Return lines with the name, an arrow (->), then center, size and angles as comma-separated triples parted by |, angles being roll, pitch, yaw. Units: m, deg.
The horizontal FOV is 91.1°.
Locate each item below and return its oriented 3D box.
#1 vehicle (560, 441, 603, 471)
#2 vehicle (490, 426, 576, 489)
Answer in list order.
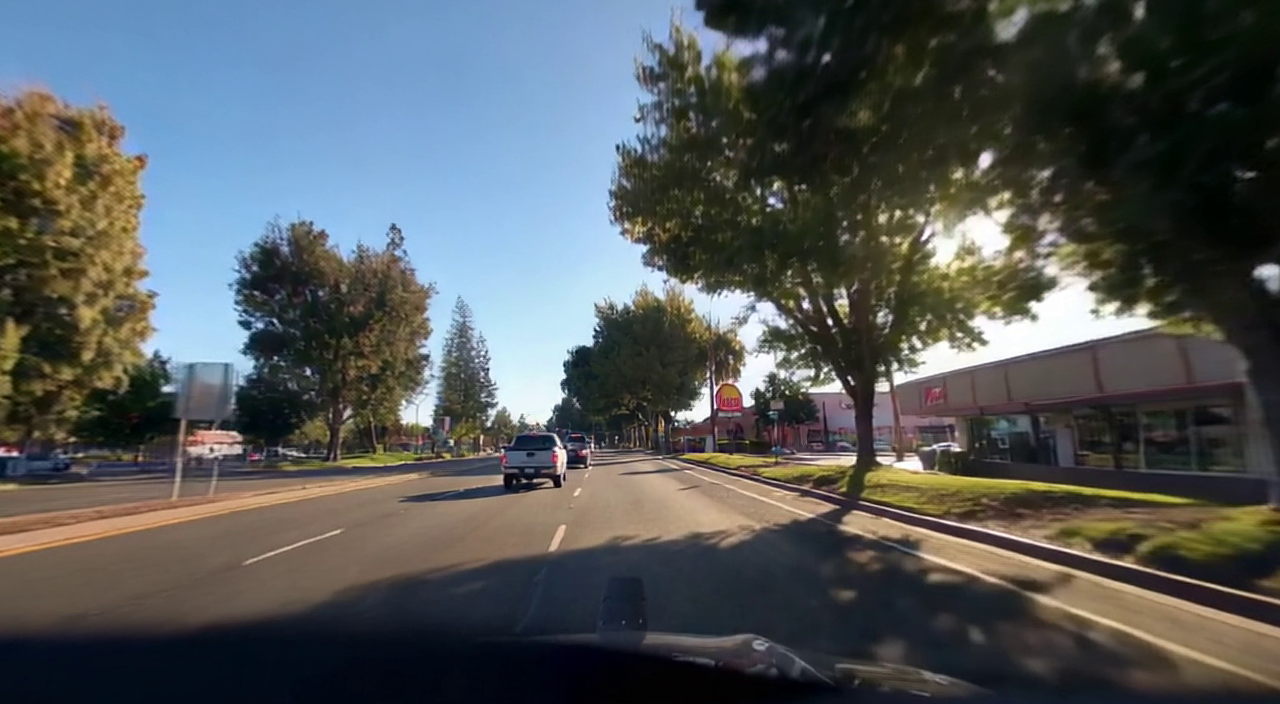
vehicle -> -3.076, 5.488, 33.289 | 2.113, 1.446, 4.309 | 1, -8, -5
vehicle -> -3.548, 3.615, 21.892 | 2.222, 1.899, 5.006 | 0, -8, -1
